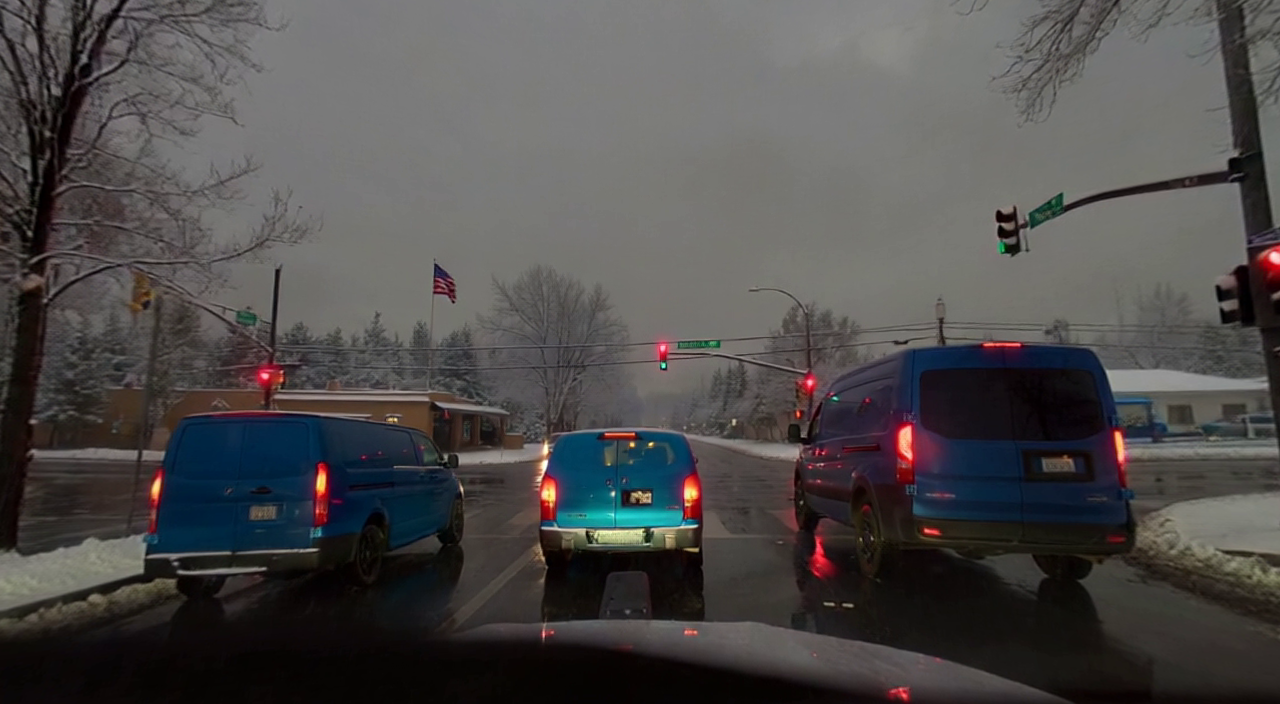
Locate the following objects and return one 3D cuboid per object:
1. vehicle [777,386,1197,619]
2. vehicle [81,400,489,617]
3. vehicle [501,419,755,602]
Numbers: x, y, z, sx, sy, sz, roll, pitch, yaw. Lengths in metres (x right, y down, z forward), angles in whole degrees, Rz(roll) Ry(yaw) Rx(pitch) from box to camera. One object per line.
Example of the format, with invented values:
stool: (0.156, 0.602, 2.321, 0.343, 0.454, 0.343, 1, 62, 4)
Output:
vehicle: (3.092, 1.462, 7.018, 2.178, 1.746, 4.400, 0, -9, 1)
vehicle: (-3.303, 1.529, 7.031, 2.024, 1.677, 3.998, -1, -9, 3)
vehicle: (-0.136, 1.621, 7.344, 2.098, 1.494, 4.118, 0, -9, -1)
